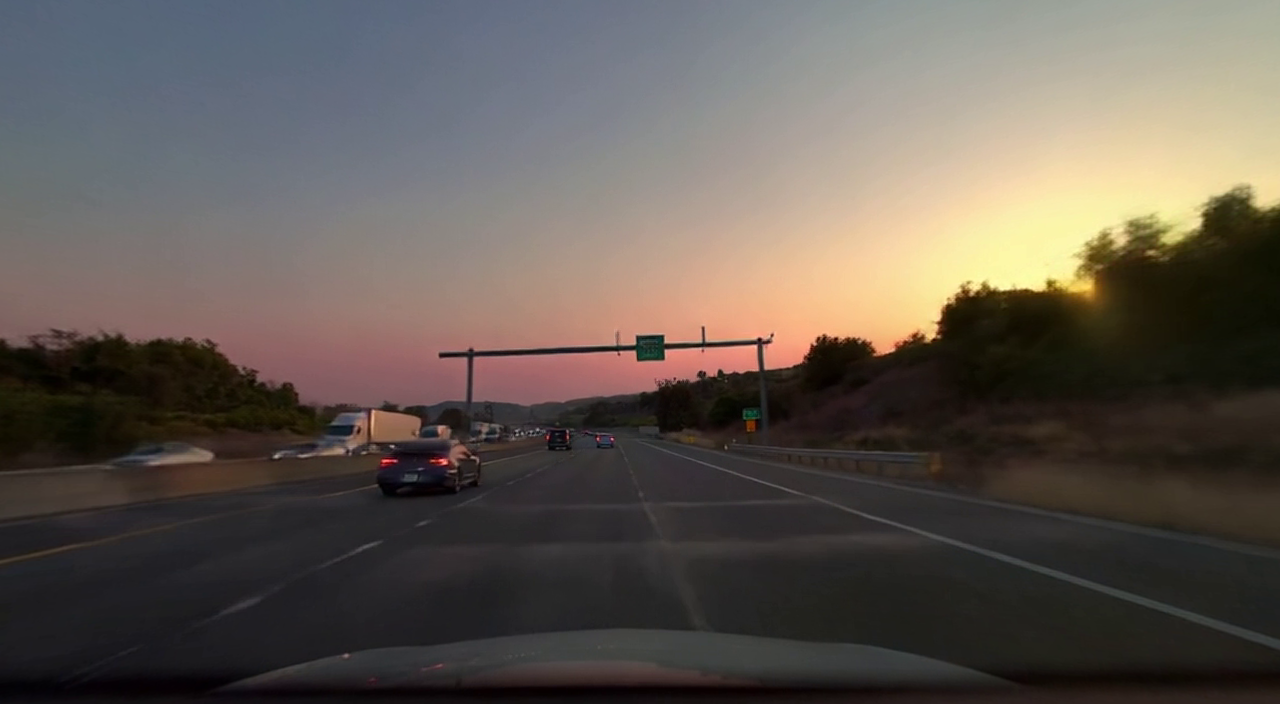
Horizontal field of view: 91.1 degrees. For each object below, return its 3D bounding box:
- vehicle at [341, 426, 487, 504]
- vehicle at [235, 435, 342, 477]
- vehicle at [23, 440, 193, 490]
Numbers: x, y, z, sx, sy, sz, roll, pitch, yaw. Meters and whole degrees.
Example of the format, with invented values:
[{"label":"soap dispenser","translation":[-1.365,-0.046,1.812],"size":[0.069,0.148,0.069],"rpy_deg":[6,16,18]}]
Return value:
[{"label":"vehicle","translation":[-5.046,2.545,14.758],"size":[1.953,1.550,4.167],"rpy_deg":[0,-8,-1]},{"label":"vehicle","translation":[-13.786,4.054,24.963],"size":[1.849,1.482,4.322],"rpy_deg":[0,-8,-2]},{"label":"vehicle","translation":[-17.894,3.785,21.522],"size":[1.852,1.482,4.644],"rpy_deg":[0,-8,-2]}]
